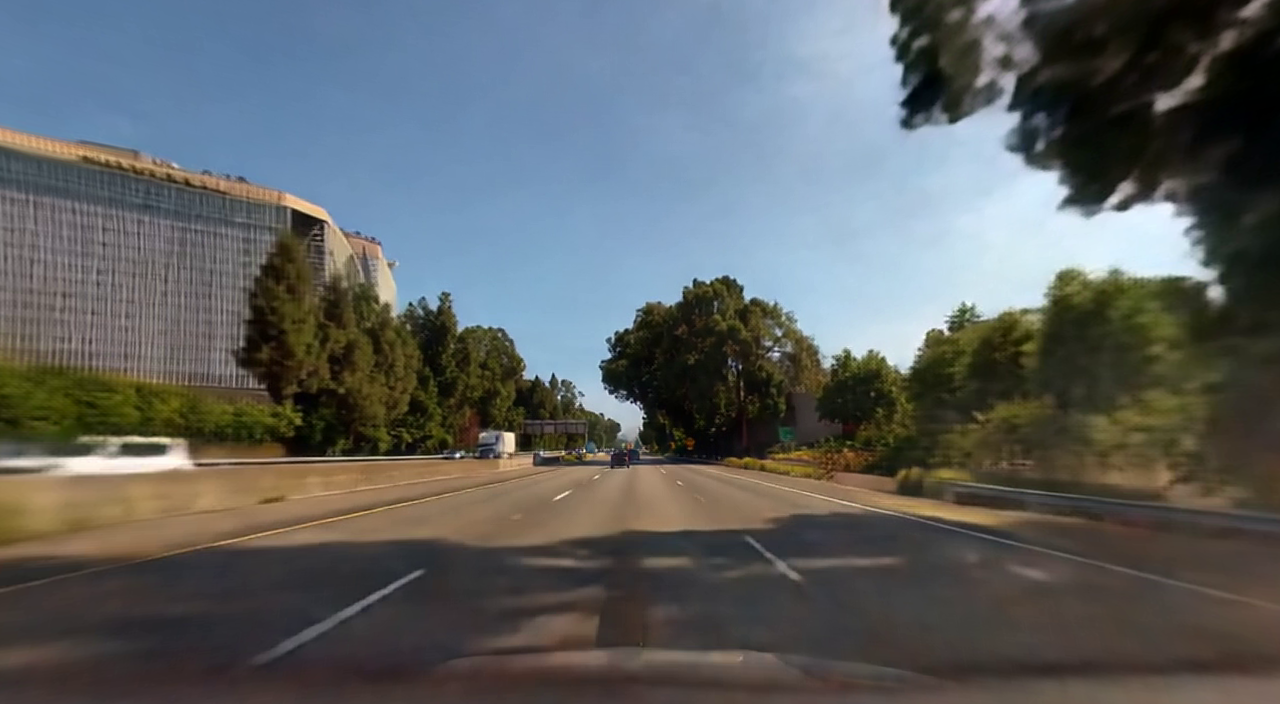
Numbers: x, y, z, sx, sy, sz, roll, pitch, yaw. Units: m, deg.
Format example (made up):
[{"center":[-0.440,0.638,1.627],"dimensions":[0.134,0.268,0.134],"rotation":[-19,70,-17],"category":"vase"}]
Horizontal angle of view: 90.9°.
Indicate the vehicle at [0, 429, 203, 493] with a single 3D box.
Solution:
[{"center":[-14.439,2.936,17.135],"dimensions":[1.870,1.489,4.417],"rotation":[0,-9,1],"category":"vehicle"}]
